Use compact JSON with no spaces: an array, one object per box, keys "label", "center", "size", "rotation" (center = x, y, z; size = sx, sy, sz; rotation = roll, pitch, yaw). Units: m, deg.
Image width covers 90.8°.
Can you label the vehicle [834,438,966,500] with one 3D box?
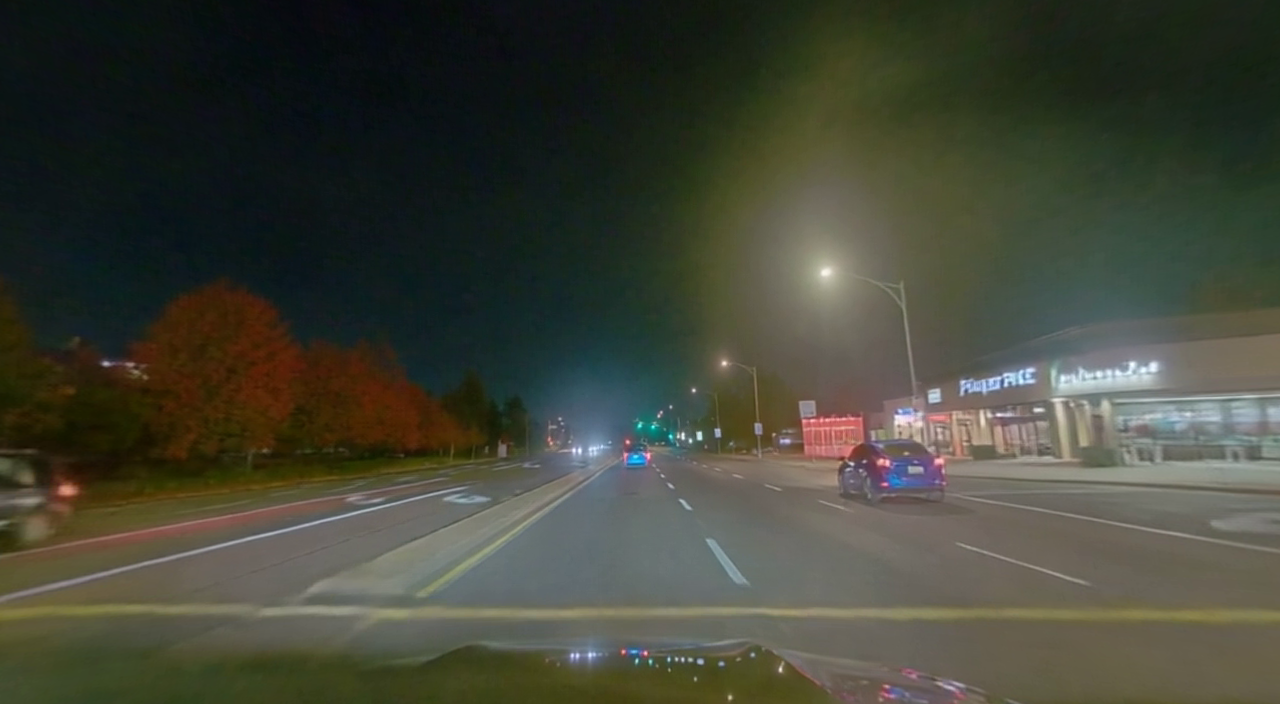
[{"label":"vehicle","center":[6.847,3.083,17.185],"size":[1.849,1.464,4.119],"rotation":[0,-8,0]}]

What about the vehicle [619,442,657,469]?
[{"label":"vehicle","center":[-0.158,5.960,36.632],"size":[2.027,1.494,3.942],"rotation":[0,-8,-1]}]
